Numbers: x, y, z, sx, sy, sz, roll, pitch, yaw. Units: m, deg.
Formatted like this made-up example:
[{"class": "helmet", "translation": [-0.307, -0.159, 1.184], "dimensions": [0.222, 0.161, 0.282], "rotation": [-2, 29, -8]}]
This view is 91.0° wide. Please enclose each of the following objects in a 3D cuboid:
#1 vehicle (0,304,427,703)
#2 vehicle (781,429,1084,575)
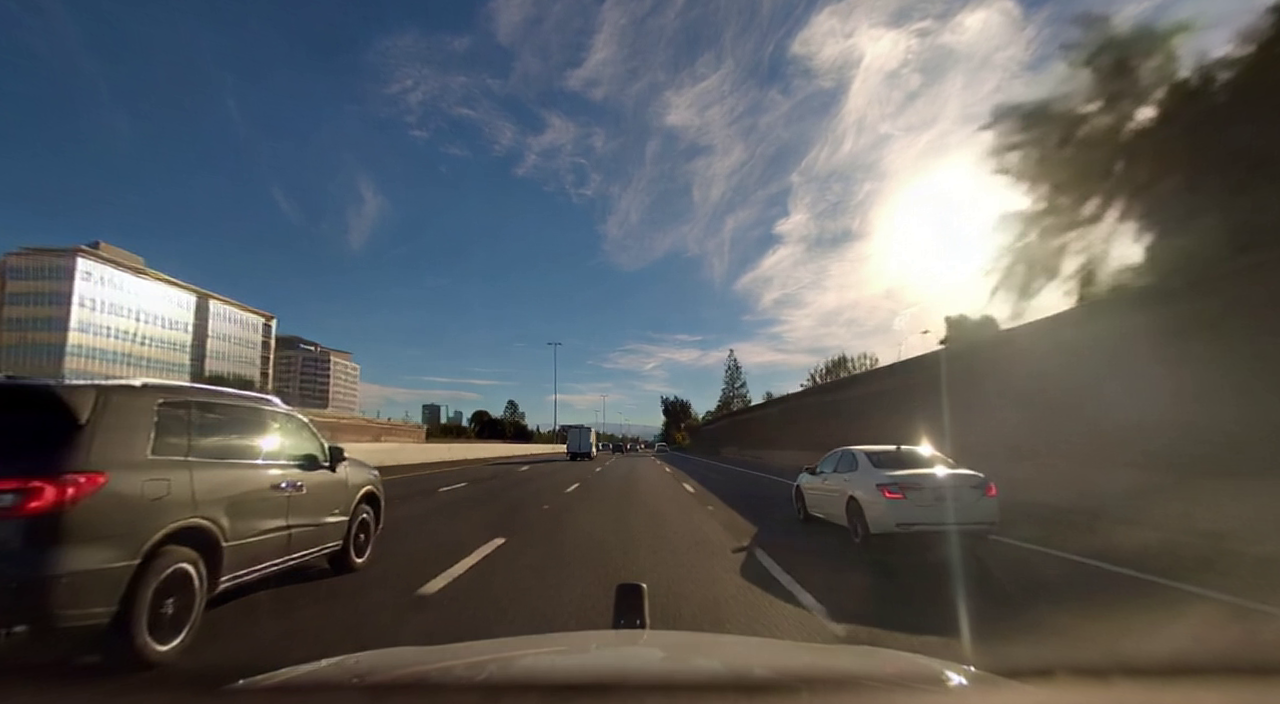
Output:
[{"class": "vehicle", "translation": [-3.783, 1.063, 4.804], "dimensions": [2.285, 1.853, 5.564], "rotation": [0, -9, 1]}, {"class": "vehicle", "translation": [3.664, 1.973, 9.195], "dimensions": [2.047, 1.532, 4.884], "rotation": [1, -9, 0]}]
